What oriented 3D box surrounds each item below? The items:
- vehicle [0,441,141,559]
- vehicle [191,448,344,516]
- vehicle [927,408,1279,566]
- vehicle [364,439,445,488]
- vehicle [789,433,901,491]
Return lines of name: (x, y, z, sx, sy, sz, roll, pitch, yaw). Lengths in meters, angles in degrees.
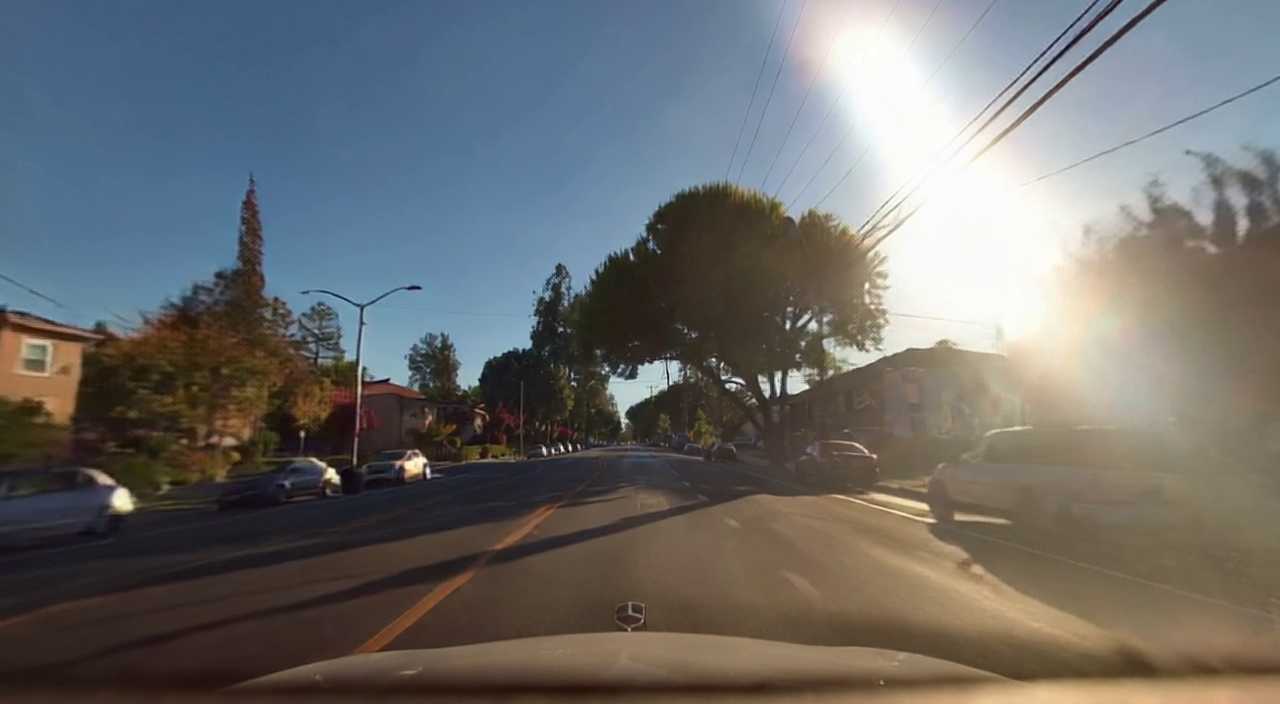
vehicle: (-10.466, 2.316, 9.895, 1.974, 1.696, 4.336, -2, -8, -5)
vehicle: (-10.650, 3.685, 18.507, 1.932, 1.472, 4.516, -3, -6, -2)
vehicle: (6.706, 1.928, 9.842, 2.128, 1.823, 4.834, 0, -8, 0)
vehicle: (-10.403, 4.917, 28.184, 1.984, 1.762, 4.266, -3, -6, 0)
vehicle: (6.764, 3.682, 21.463, 2.194, 1.741, 4.800, 0, -8, 0)
